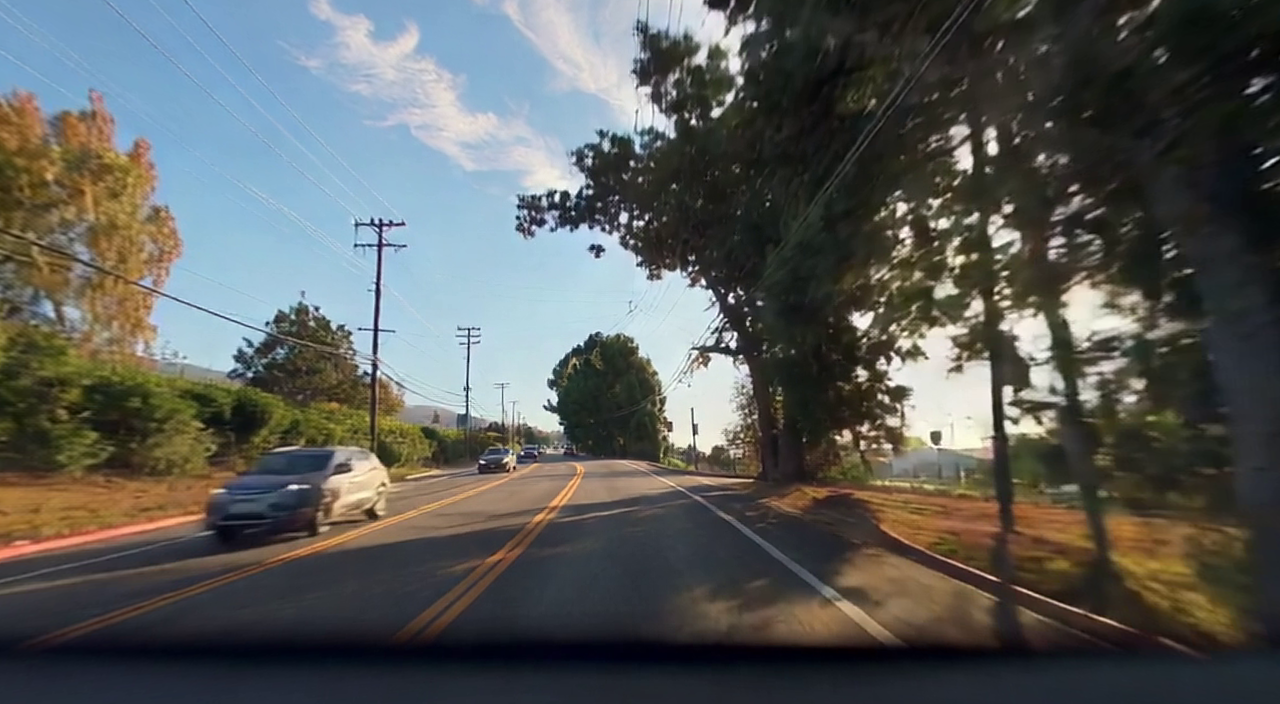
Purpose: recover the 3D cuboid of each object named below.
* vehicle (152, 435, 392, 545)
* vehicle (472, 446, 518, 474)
[{"bbox_3d":[-6.519,2.433,11.971,2.001,1.647,4.514,0,-8,-3],"label":"vehicle"},{"bbox_3d":[-8.164,6.095,36.000,1.883,1.474,4.450,0,-8,-4],"label":"vehicle"}]
